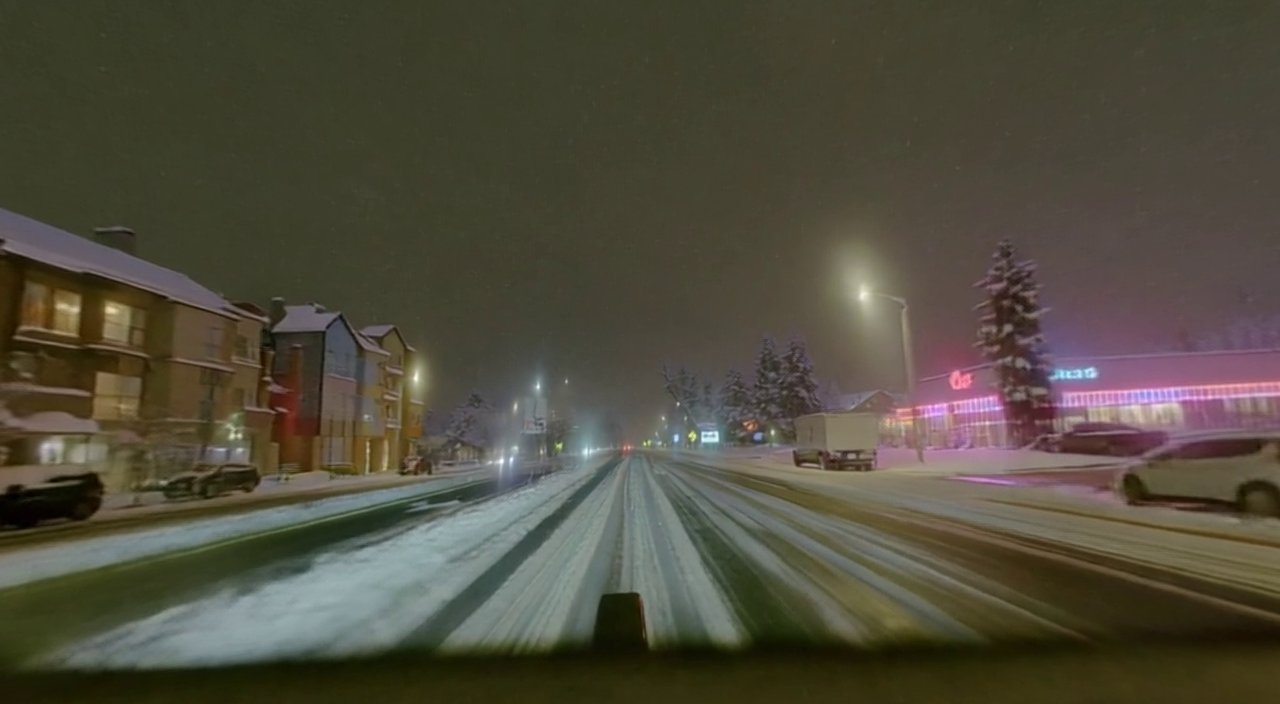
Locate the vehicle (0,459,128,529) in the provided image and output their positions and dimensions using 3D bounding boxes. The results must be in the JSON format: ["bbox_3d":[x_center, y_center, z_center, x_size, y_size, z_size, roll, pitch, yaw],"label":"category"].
[{"bbox_3d":[-19.095,4.311,19.072,2.247,1.820,5.907,-4,-8,2],"label":"vehicle"}]

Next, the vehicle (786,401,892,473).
[{"bbox_3d":[9.784,4.315,32.034,2.917,3.205,6.985,0,-8,-1],"label":"vehicle"}]

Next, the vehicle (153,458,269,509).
[{"bbox_3d":[-19.339,5.900,28.815,2.042,1.773,4.914,-4,-8,-2],"label":"vehicle"}]

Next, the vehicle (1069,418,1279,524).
[{"bbox_3d":[10.115,1.928,10.533,2.170,1.492,5.038,0,-9,-3],"label":"vehicle"}]
